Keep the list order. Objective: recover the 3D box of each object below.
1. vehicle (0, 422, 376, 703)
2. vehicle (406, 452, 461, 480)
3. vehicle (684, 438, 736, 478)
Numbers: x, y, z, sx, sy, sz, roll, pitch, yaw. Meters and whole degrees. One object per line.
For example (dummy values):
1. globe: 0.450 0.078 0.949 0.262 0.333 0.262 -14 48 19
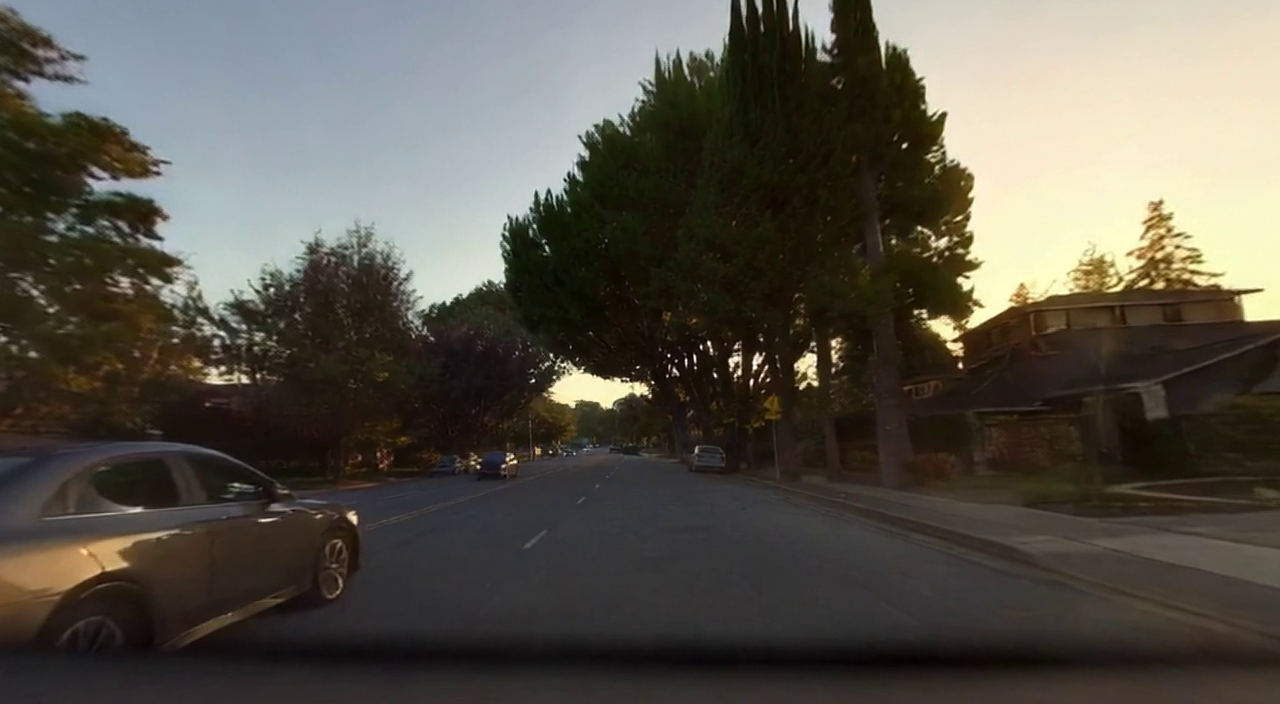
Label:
1. vehicle: -3.440 1.170 3.506 1.969 1.459 4.619 0 -8 0
2. vehicle: -13.843 7.634 42.657 2.042 1.670 4.702 -1 -8 1
3. vehicle: 3.575 5.511 33.155 2.130 1.873 4.886 0 -8 0
